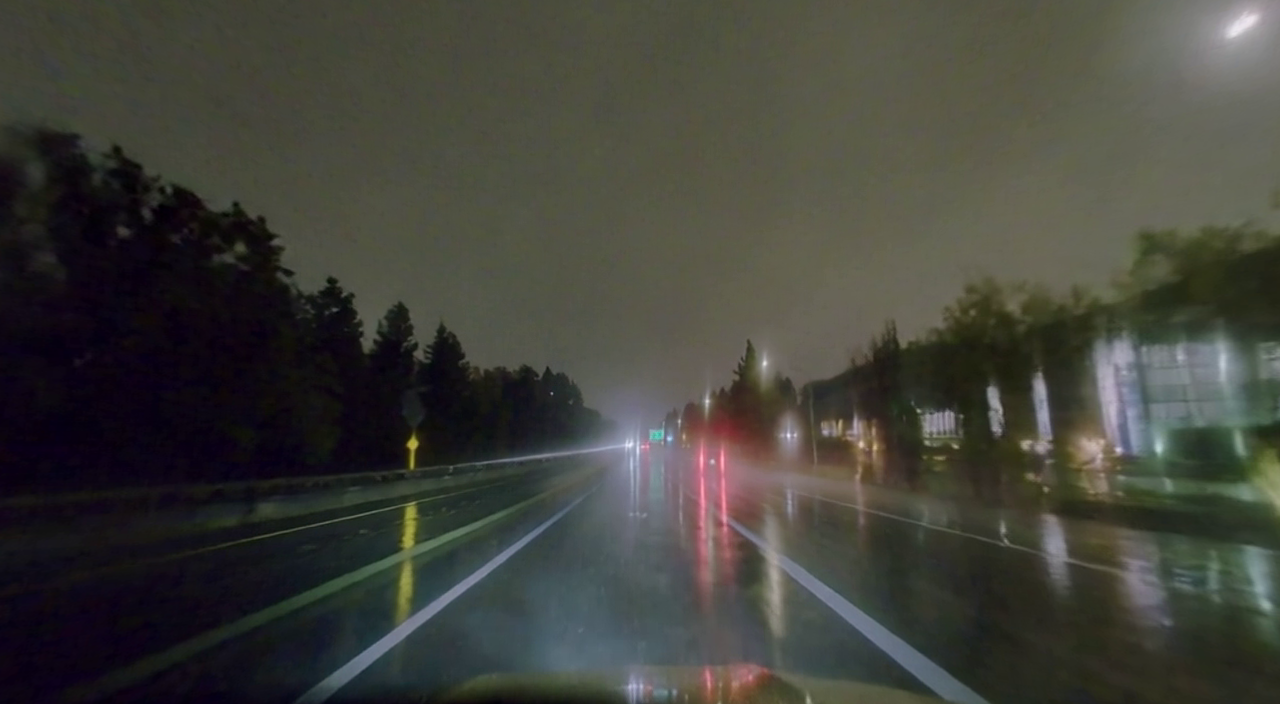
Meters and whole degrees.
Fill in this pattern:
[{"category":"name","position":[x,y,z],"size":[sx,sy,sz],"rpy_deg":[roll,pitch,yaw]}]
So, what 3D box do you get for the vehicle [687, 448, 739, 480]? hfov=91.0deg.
[{"category":"vehicle","position":[3.627,5.663,32.114],"size":[2.115,1.522,4.330],"rpy_deg":[0,-9,-1]}]
